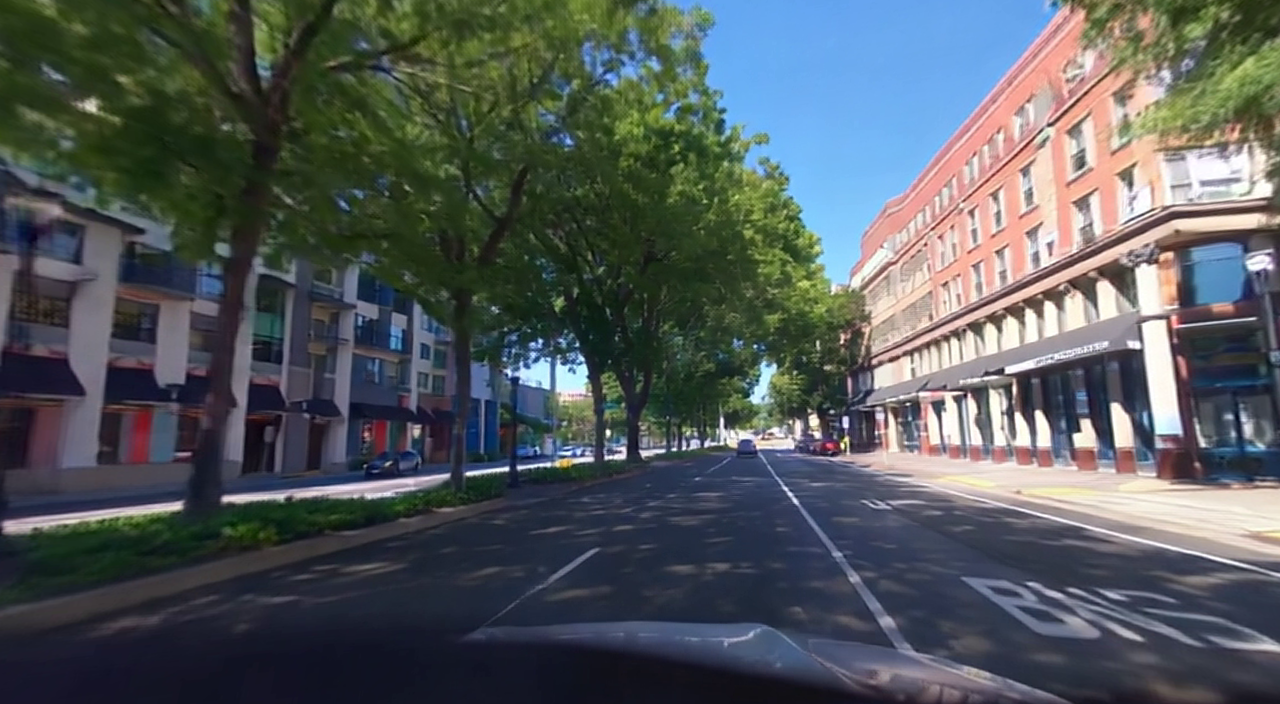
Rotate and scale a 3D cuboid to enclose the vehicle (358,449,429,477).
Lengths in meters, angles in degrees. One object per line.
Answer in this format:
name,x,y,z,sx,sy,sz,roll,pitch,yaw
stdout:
vehicle,-14.548,6.566,37.582,1.840,1.440,4.442,-4,-9,11
